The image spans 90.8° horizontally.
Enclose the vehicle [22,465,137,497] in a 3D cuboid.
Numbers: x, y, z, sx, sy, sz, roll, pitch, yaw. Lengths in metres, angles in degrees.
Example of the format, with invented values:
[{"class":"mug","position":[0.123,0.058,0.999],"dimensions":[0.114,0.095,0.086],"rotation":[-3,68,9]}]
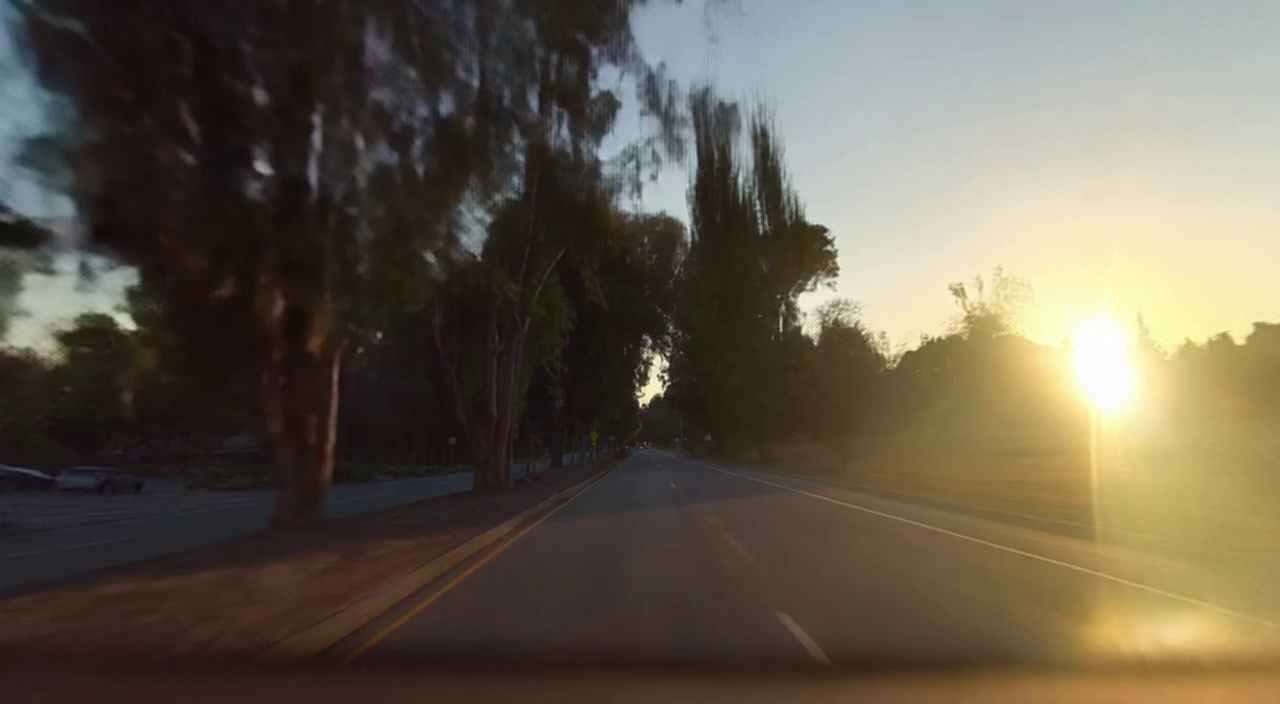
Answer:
[{"class":"vehicle","position":[-28.738,6.611,32.478],"dimensions":[4.342,1.446,1.722],"rotation":[-2,-8,2]}]
